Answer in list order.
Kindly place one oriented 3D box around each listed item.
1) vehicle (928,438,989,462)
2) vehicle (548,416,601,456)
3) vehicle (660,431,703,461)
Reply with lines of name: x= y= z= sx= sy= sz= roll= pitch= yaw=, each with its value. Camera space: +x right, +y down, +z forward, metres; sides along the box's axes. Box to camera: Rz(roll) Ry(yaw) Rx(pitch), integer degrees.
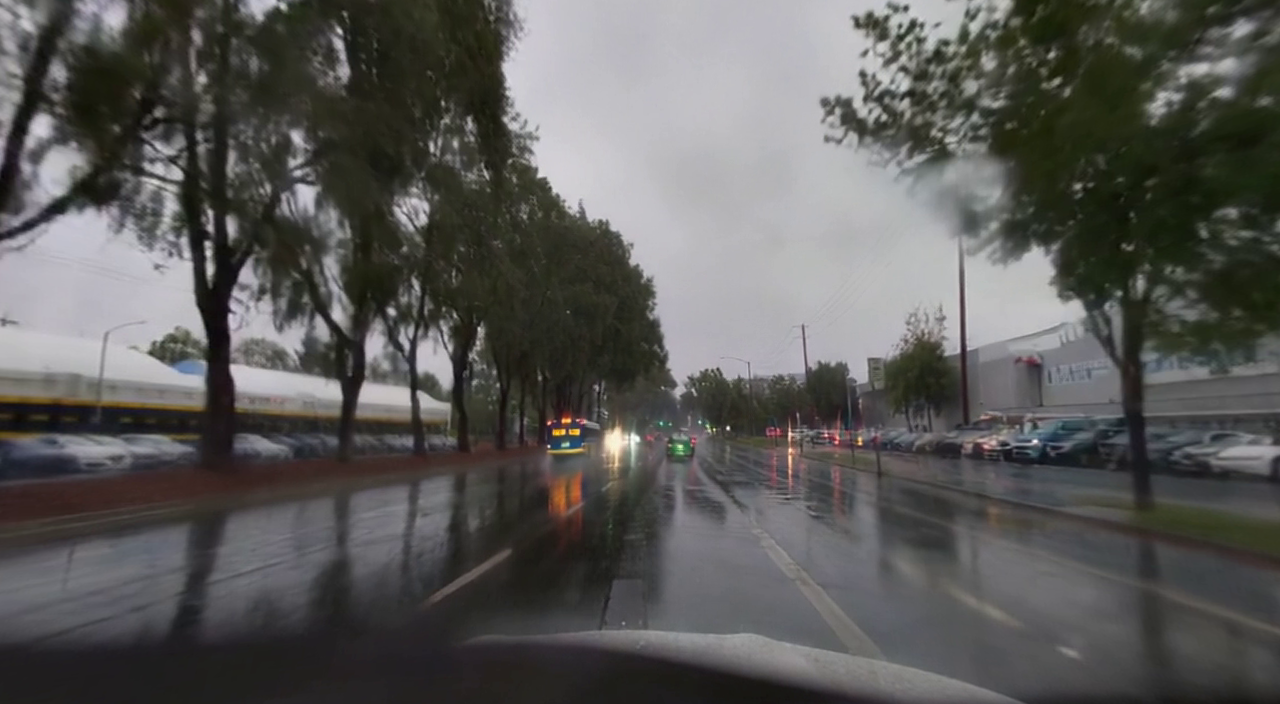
vehicle: x=20.841 y=6.458 z=41.468 sx=1.849 sy=1.466 sz=4.831 roll=-1 pitch=-9 yaw=5
vehicle: x=-4.443 y=5.955 z=44.210 sx=2.485 sy=2.556 sz=6.363 roll=-1 pitch=-9 yaw=5
vehicle: x=2.198 y=5.066 z=33.859 sx=2.123 sy=1.498 sz=4.226 roll=-1 pitch=-9 yaw=3
